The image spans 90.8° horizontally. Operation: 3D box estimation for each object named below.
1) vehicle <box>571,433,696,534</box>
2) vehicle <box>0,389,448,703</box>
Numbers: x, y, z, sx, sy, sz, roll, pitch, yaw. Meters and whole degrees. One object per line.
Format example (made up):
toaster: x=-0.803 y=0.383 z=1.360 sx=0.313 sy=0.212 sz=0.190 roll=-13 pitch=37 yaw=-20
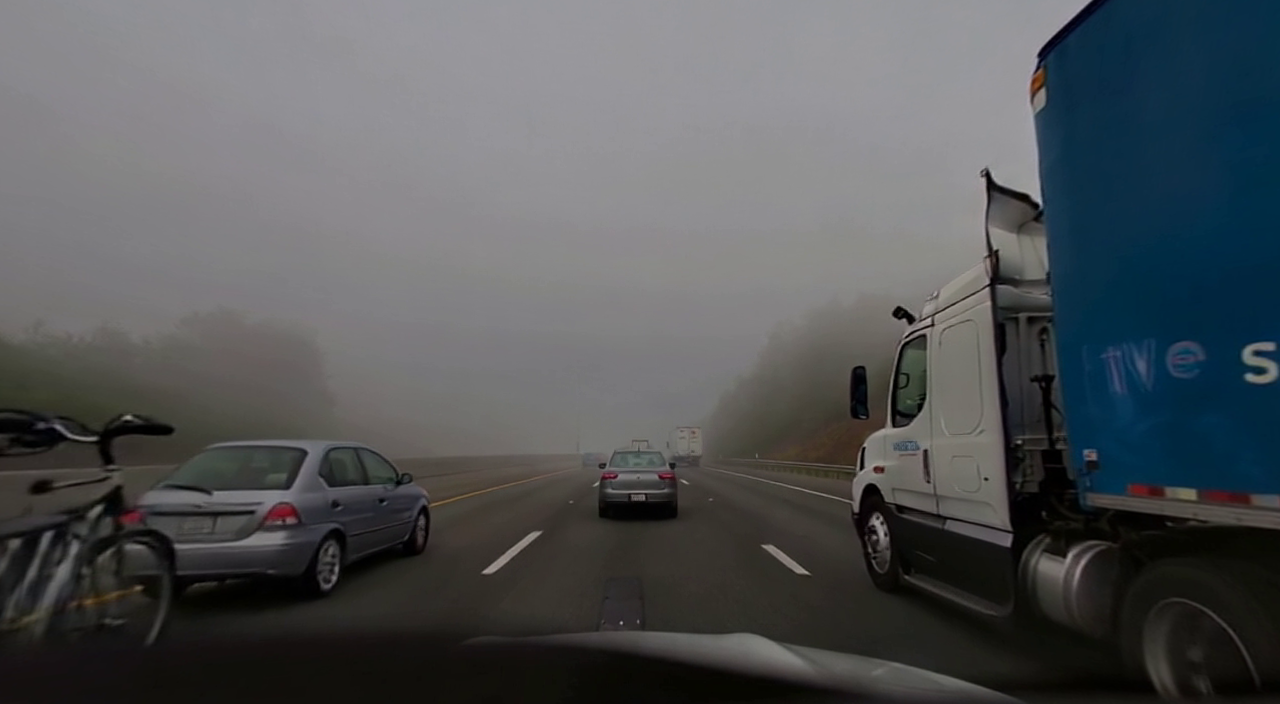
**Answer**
vehicle: x=-0.117 y=2.359 z=11.749 sx=1.973 sy=1.574 sz=3.426 roll=0 pitch=-9 yaw=-1
vehicle: x=-3.489 y=1.398 z=5.750 sx=1.985 sy=1.671 sz=4.604 roll=0 pitch=-9 yaw=0
